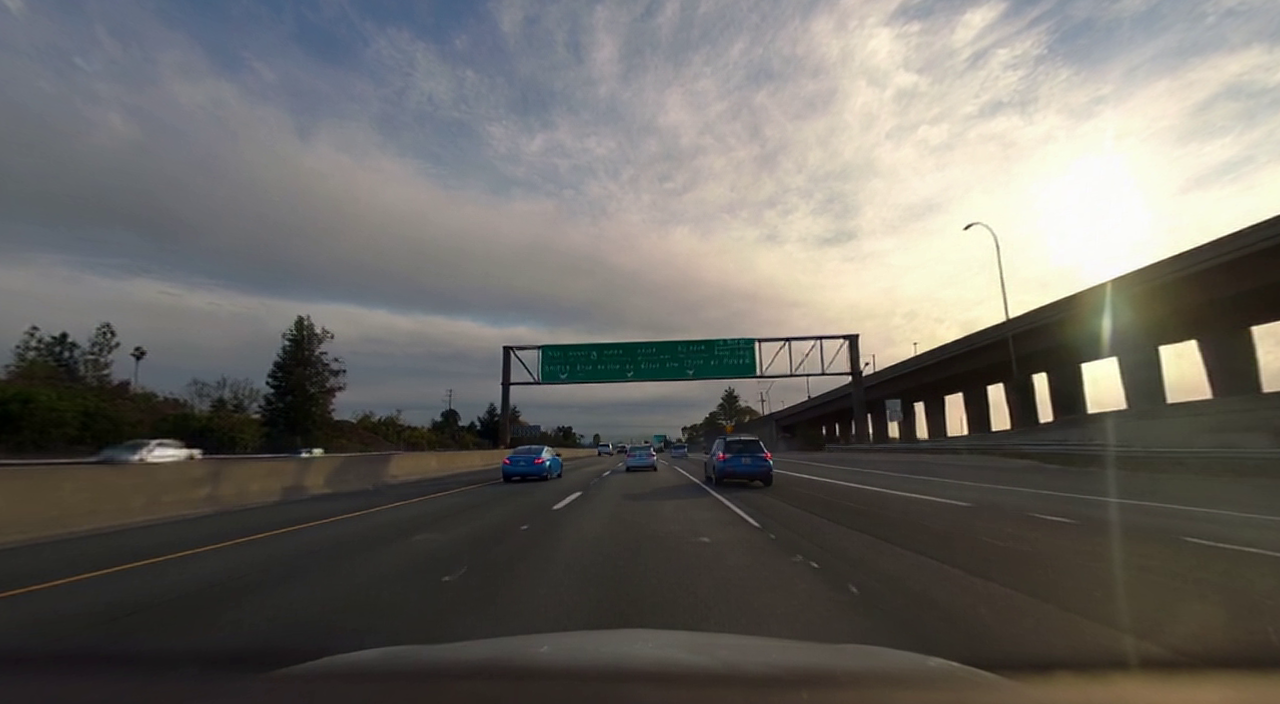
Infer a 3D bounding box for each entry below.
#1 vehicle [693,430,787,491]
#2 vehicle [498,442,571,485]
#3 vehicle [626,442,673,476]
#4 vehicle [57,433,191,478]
[{"bbox_3d":[3.091,3.472,20.487,2.202,1.748,4.158,1,-8,-3],"label":"vehicle"},{"bbox_3d":[-3.961,4.258,24.401,2.031,1.491,4.145,0,-8,1],"label":"vehicle"},{"bbox_3d":[0.437,5.013,29.741,2.089,1.493,3.964,0,-8,0],"label":"vehicle"},{"bbox_3d":[-26.565,5.345,32.752,2.204,2.082,5.496,0,-9,1],"label":"vehicle"}]
